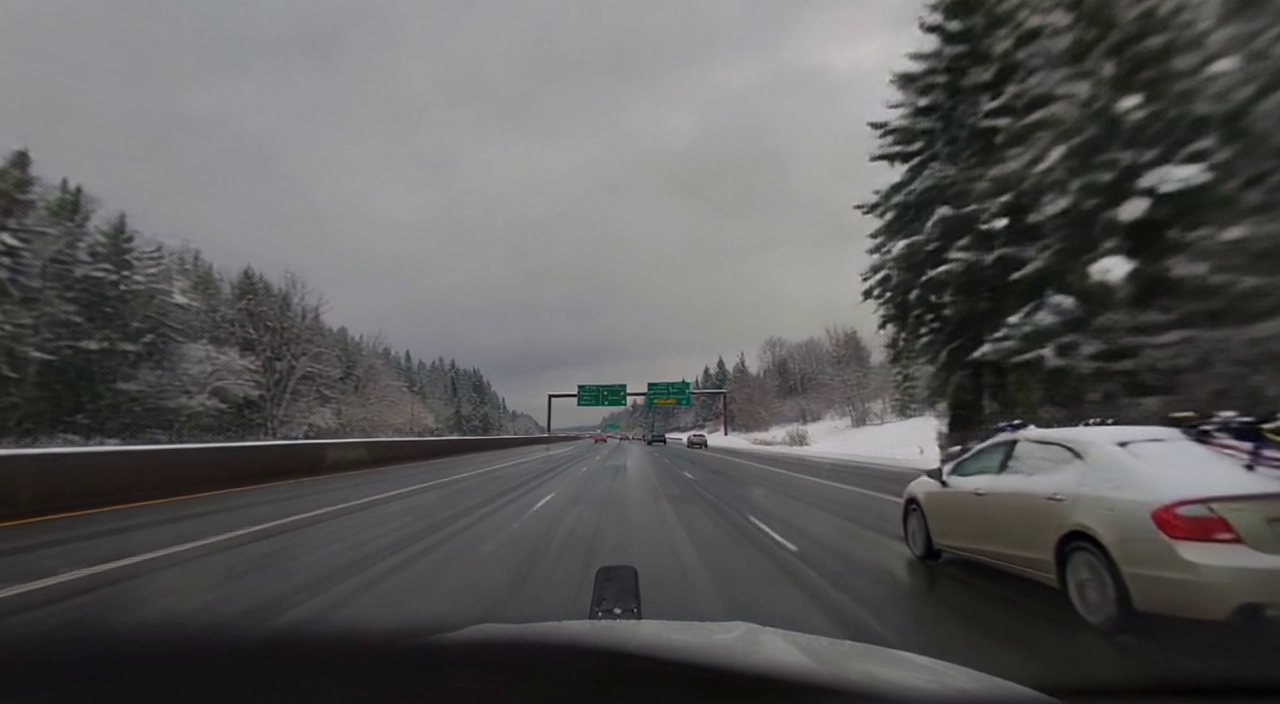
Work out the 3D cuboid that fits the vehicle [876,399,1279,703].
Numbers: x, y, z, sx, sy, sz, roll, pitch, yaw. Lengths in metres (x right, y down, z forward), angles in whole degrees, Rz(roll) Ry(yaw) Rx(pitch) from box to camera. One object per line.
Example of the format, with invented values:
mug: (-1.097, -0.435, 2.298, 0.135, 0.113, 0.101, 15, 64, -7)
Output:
vehicle: (3.726, 1.178, 4.604, 2.094, 1.441, 4.568, 0, -8, -2)
